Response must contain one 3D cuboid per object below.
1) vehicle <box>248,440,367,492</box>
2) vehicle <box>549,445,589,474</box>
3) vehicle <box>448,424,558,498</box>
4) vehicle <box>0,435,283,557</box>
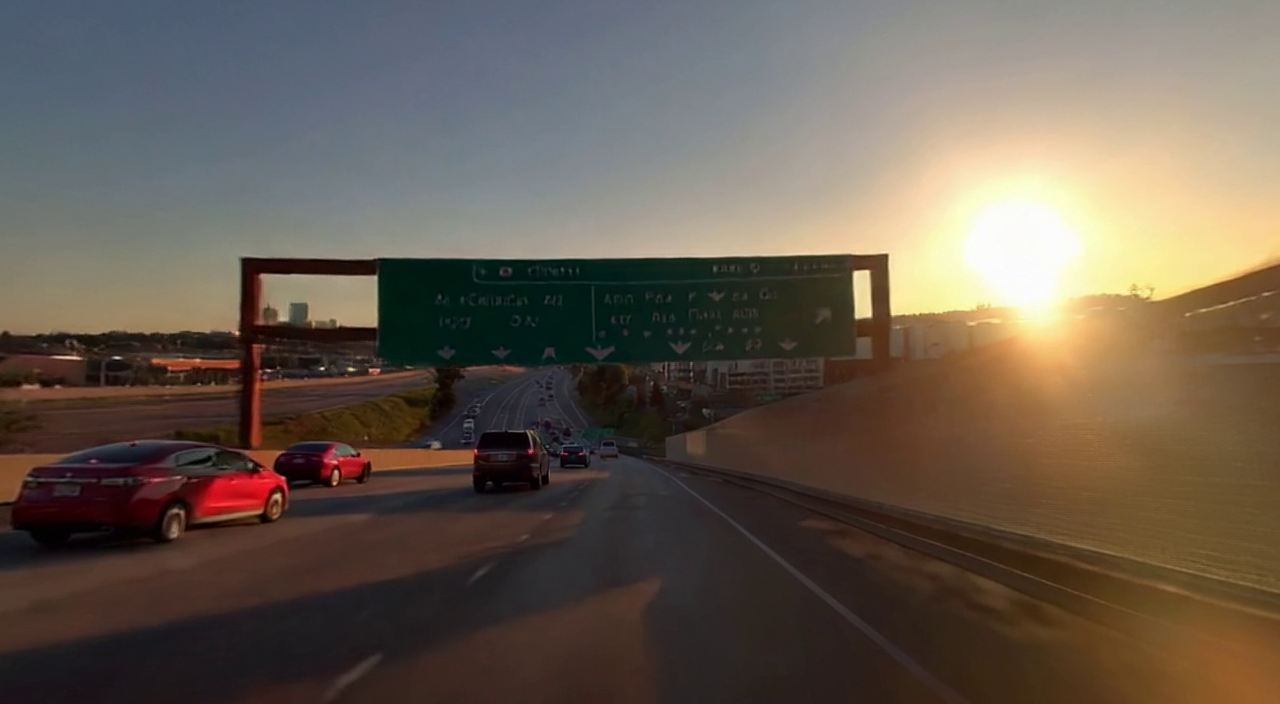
[{"bbox_3d":[-11.772,4.025,22.734,1.919,1.665,4.394,0,-8,-1],"label":"vehicle"},{"bbox_3d":[-4.142,6.299,37.204,1.955,1.614,3.817,0,-8,-1],"label":"vehicle"},{"bbox_3d":[-4.066,3.360,19.845,2.301,1.985,5.247,0,-8,0],"label":"vehicle"},{"bbox_3d":[-7.387,2.061,9.692,1.796,1.509,3.393,0,-8,0],"label":"vehicle"}]
